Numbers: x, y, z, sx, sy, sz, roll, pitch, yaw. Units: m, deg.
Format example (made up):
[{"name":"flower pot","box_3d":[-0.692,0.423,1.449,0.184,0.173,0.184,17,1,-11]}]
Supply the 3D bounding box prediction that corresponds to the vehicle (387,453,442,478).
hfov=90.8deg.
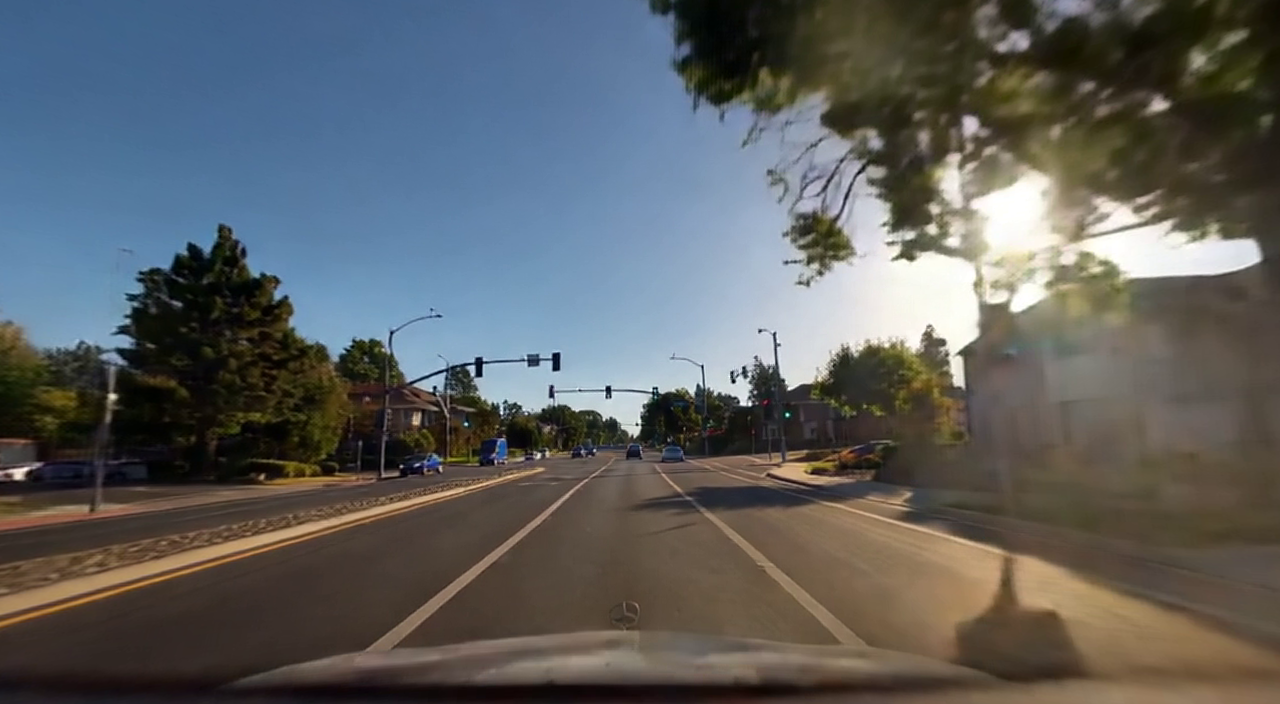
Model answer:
[{"name":"vehicle","box_3d":[-14.074,7.093,39.711,1.888,1.470,4.282,0,-9,0]}]
